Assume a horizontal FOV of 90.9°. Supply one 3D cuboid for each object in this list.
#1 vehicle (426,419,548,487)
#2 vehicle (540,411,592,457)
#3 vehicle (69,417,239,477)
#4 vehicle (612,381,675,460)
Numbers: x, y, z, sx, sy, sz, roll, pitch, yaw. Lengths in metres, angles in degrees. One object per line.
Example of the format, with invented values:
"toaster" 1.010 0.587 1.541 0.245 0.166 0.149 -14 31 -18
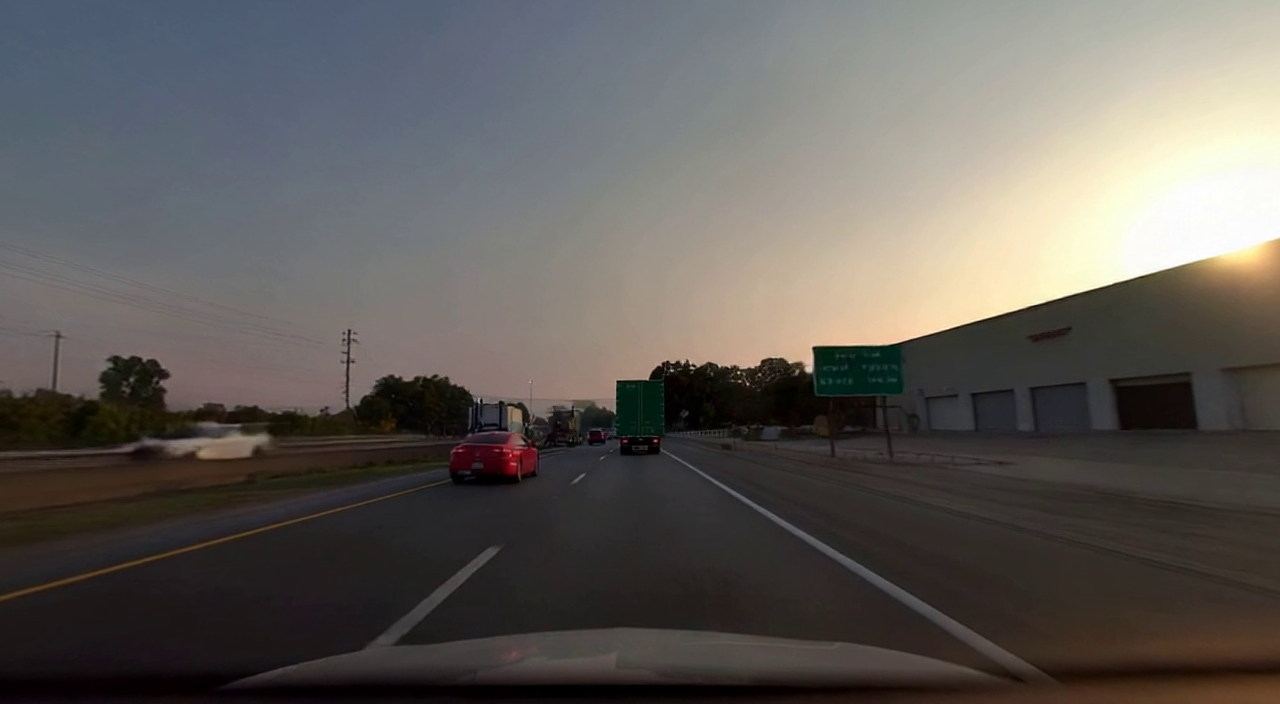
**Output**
"vehicle" -4.001 2.741 17.514 2.005 1.602 5.131 0 -8 1
"vehicle" -4.620 5.305 40.623 2.717 2.714 6.997 0 -8 -1
"vehicle" -15.036 2.957 19.862 2.059 1.679 4.241 1 -8 -2
"vehicle" 0.071 4.225 37.753 3.259 4.066 9.891 0 -8 -1
